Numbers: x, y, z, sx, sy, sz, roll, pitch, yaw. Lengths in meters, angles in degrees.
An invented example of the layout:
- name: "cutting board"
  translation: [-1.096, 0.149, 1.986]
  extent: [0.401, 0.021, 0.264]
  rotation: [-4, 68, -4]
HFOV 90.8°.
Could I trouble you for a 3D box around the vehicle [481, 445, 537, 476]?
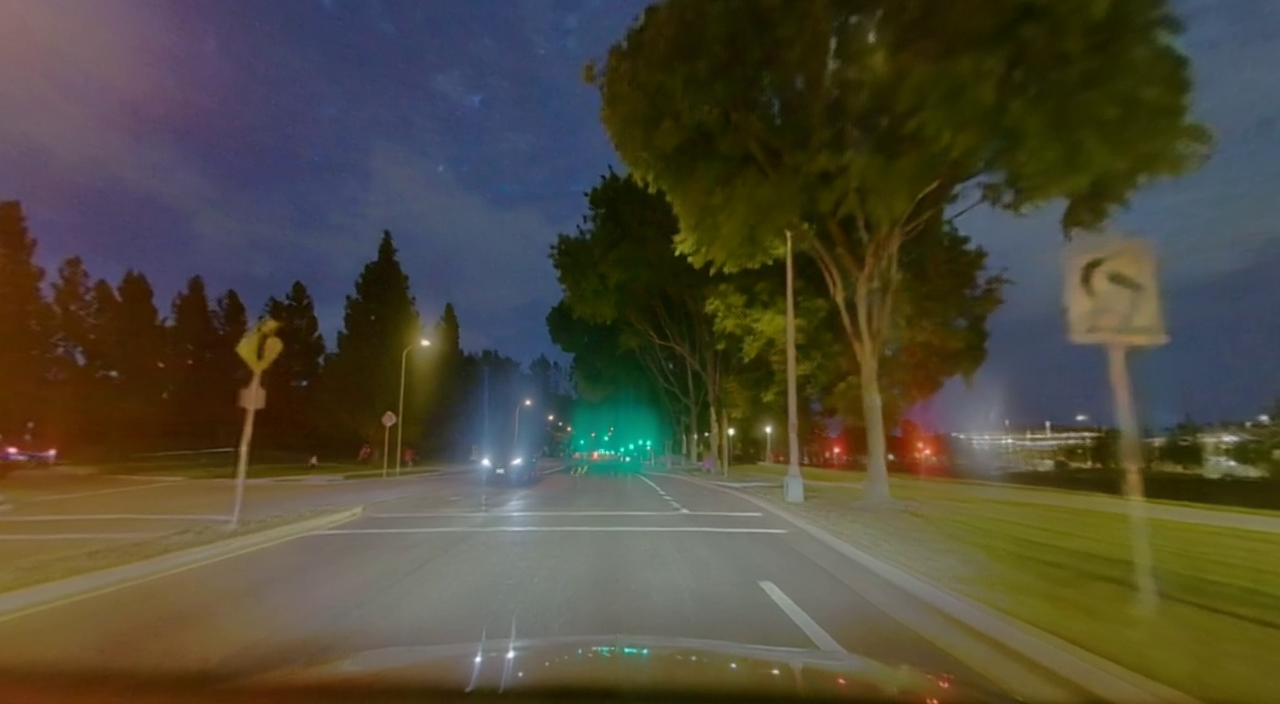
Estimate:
- name: "vehicle"
  translation: [-7.649, 6.351, 37.282]
  extent: [2.036, 1.686, 4.780]
  rotation: [-1, -8, 3]
